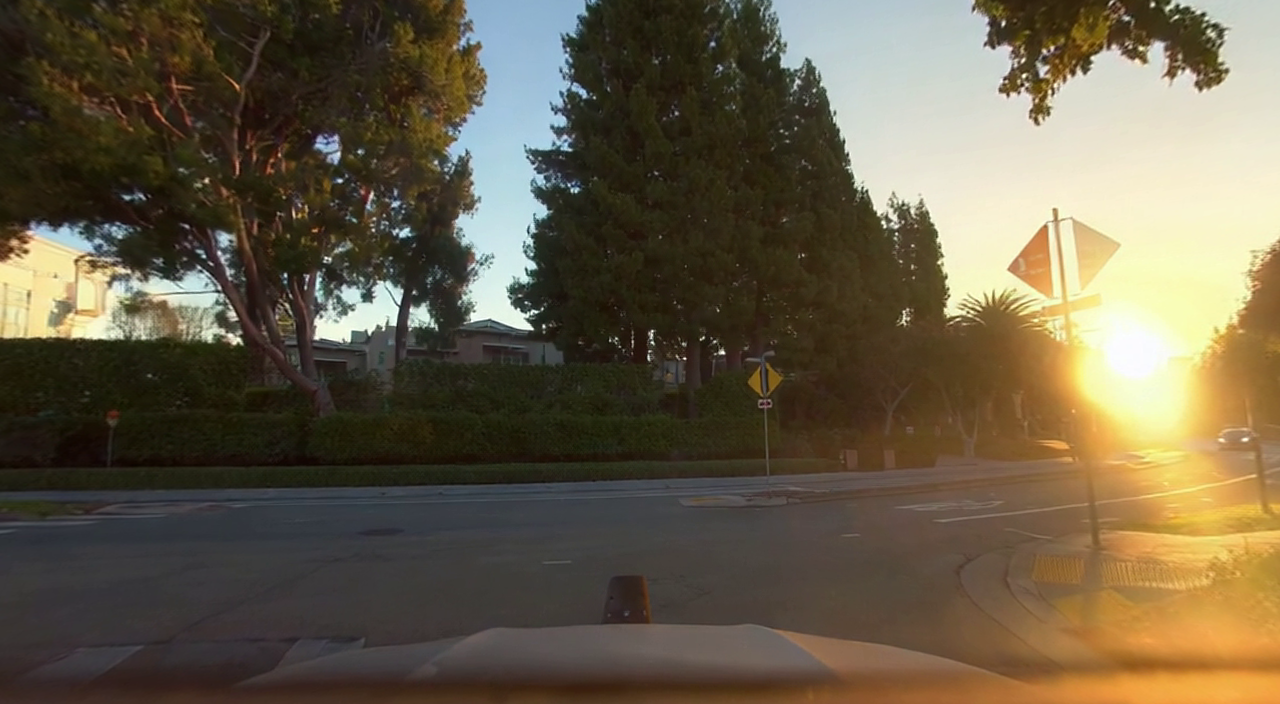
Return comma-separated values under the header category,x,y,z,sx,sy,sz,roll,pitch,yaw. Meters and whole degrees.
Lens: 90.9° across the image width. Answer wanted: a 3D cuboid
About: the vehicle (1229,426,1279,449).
category,x,y,z,sx,sy,sz,roll,pitch,yaw
vehicle,41.820,5.802,42.520,4.473,1.474,2.108,6,-10,-37
